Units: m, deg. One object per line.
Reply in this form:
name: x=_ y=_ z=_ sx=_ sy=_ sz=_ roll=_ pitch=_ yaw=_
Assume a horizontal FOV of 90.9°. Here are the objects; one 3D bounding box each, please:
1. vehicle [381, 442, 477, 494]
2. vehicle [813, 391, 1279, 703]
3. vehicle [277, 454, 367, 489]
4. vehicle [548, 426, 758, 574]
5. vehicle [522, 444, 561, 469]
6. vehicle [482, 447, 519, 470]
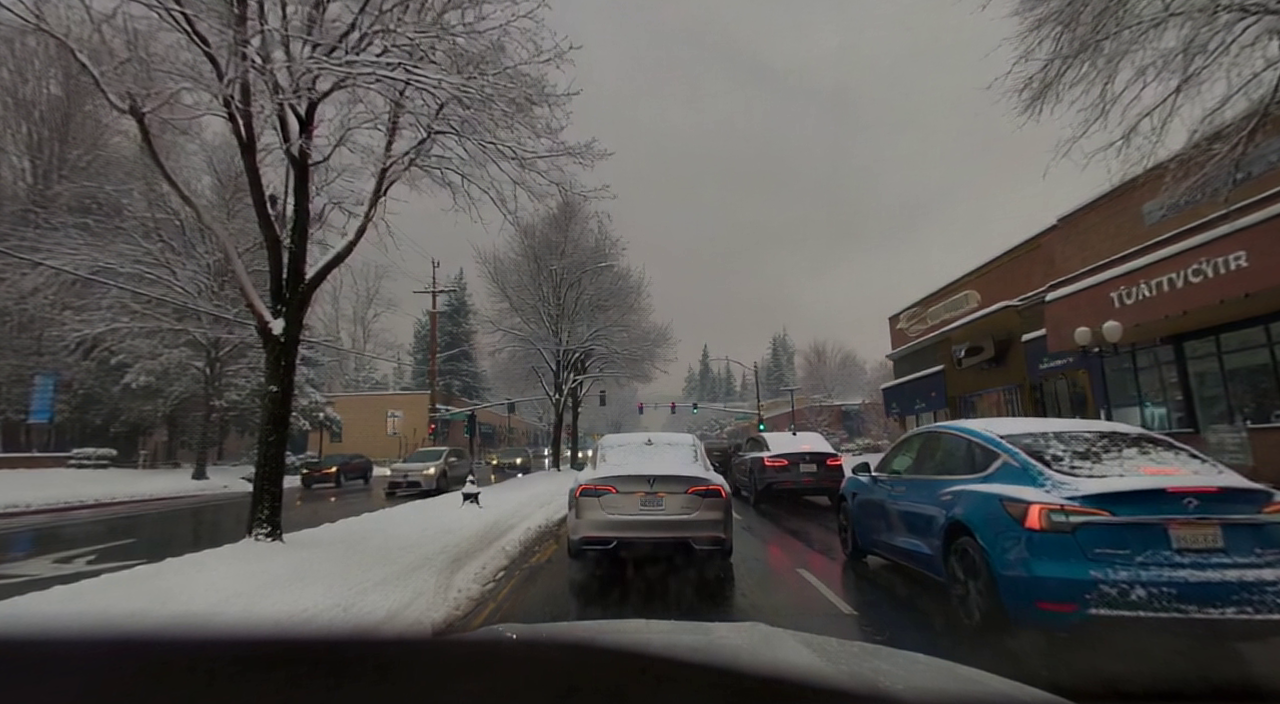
vehicle: x=-7.511 y=4.142 z=22.924 sx=1.968 sy=1.682 sz=4.213 roll=0 pitch=-8 yaw=1
vehicle: x=3.219 y=1.361 z=5.661 sx=2.038 sy=1.651 sz=4.455 roll=0 pitch=-8 yaw=0
vehicle: x=-14.837 y=5.566 z=29.709 sx=1.999 sy=1.462 sz=4.200 roll=0 pitch=-8 yaw=1
vehicle: x=0.147 y=1.801 z=8.468 sx=2.137 sy=1.488 sz=3.938 roll=0 pitch=-8 yaw=0
vehicle: x=-7.310 y=7.785 z=47.155 sx=2.036 sy=1.705 sz=4.520 roll=0 pitch=-8 yaw=2
vehicle: x=-10.330 y=7.883 z=46.962 sx=1.690 sy=1.628 sz=4.281 roll=0 pitch=-8 yaw=1
